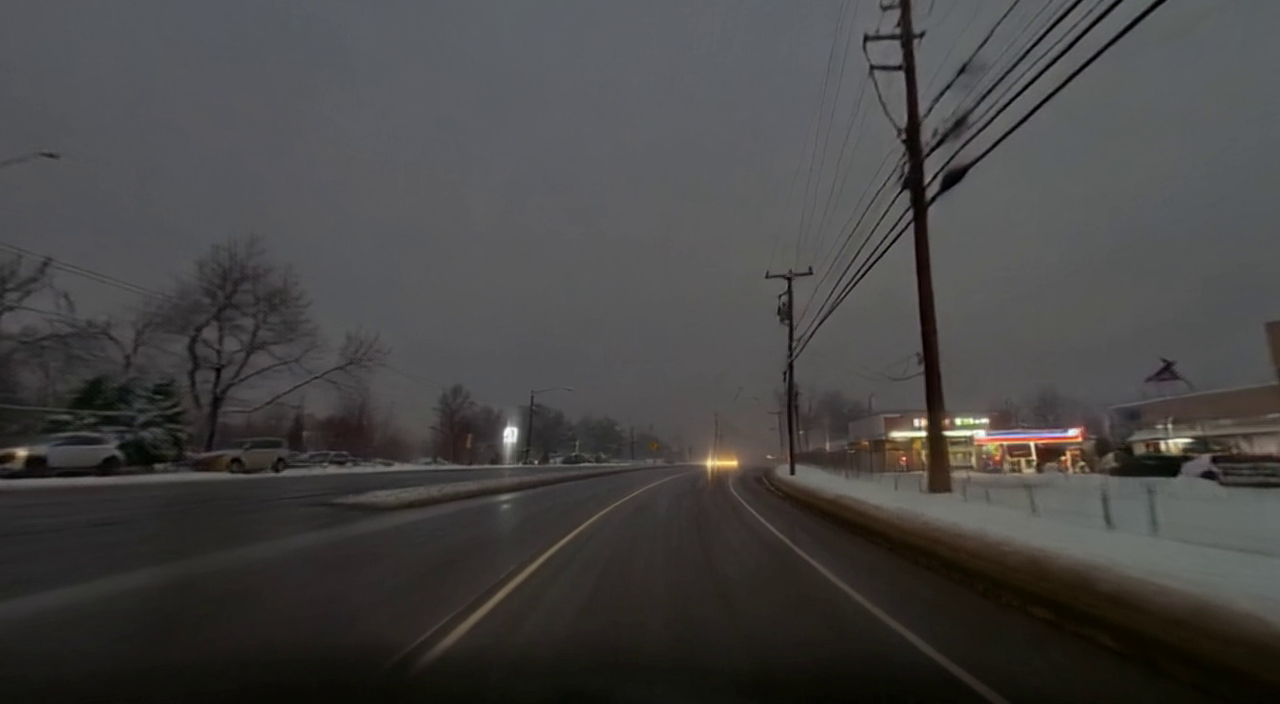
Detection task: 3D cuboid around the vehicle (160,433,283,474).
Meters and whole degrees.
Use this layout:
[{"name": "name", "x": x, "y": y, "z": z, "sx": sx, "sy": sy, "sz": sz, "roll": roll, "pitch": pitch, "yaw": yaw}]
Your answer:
[{"name": "vehicle", "x": -22.495, "y": 5.453, "z": 33.892, "sx": 5.785, "sy": 2.002, "sz": 2.241, "roll": -4, "pitch": -9, "yaw": 16}]

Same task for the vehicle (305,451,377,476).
[{"name": "vehicle", "x": -19.917, "y": 7.413, "z": 41.961, "sx": 4.147, "sy": 1.562, "sz": 1.805, "roll": -3, "pitch": -9, "yaw": 18}]

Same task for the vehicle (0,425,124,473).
[{"name": "vehicle", "x": -24.519, "y": 4.012, "z": 26.059, "sx": 5.426, "sy": 1.822, "sz": 2.014, "roll": -2, "pitch": -9, "yaw": 17}]
